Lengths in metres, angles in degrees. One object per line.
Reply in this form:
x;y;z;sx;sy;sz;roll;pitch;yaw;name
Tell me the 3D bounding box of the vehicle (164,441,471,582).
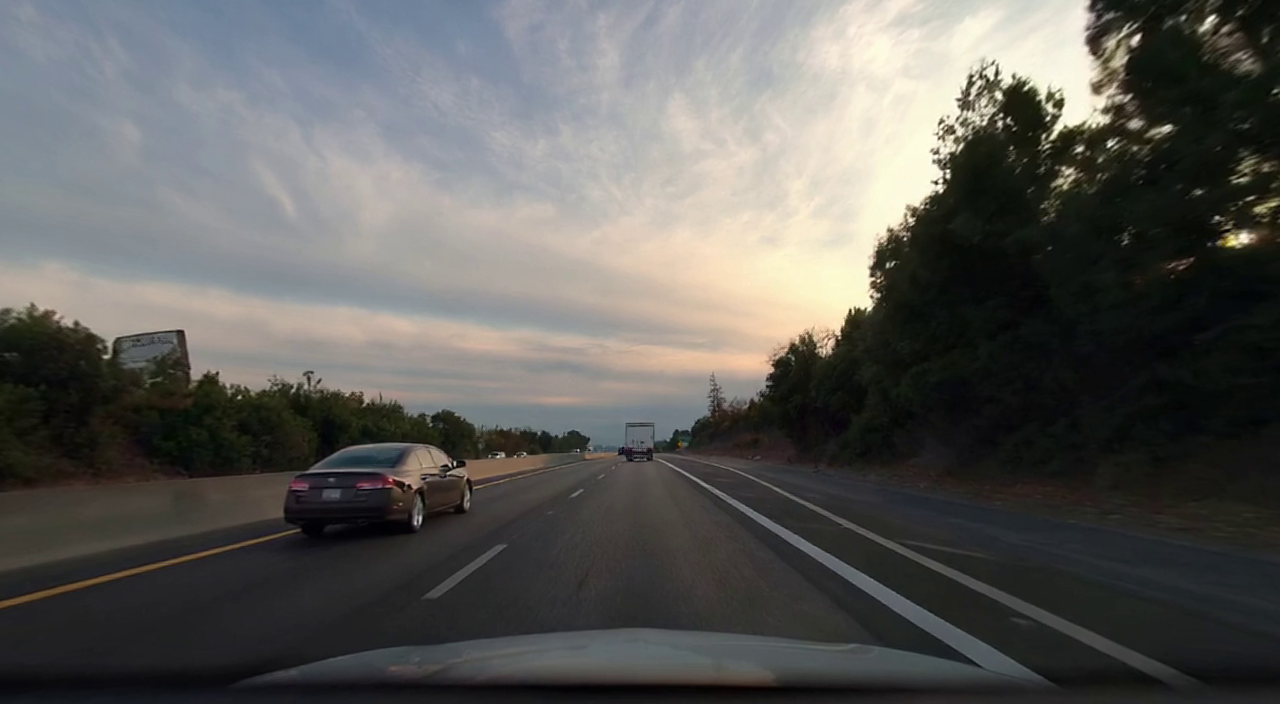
-3.927;1.989;8.678;1.955;1.438;4.100;-1;-9;2;vehicle
